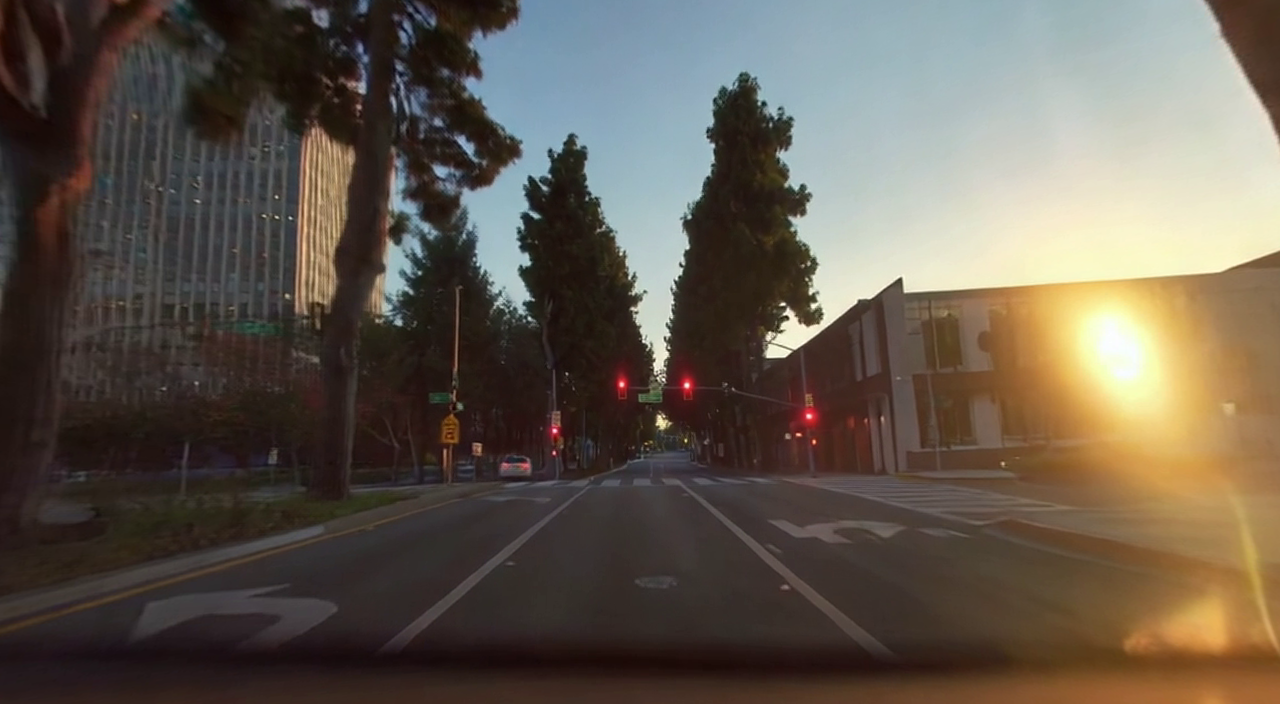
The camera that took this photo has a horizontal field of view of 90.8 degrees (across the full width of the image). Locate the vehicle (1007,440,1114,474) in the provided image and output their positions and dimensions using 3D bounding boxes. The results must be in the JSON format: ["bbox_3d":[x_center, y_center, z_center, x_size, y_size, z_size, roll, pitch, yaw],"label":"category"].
[{"bbox_3d":[21.318,5.328,32.170,3.967,1.636,1.932,-1,-9,1],"label":"vehicle"}]

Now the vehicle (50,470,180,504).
[{"bbox_3d":[-26.585,6.857,32.111,4.758,1.549,2.194,-1,-9,4],"label":"vehicle"}]
